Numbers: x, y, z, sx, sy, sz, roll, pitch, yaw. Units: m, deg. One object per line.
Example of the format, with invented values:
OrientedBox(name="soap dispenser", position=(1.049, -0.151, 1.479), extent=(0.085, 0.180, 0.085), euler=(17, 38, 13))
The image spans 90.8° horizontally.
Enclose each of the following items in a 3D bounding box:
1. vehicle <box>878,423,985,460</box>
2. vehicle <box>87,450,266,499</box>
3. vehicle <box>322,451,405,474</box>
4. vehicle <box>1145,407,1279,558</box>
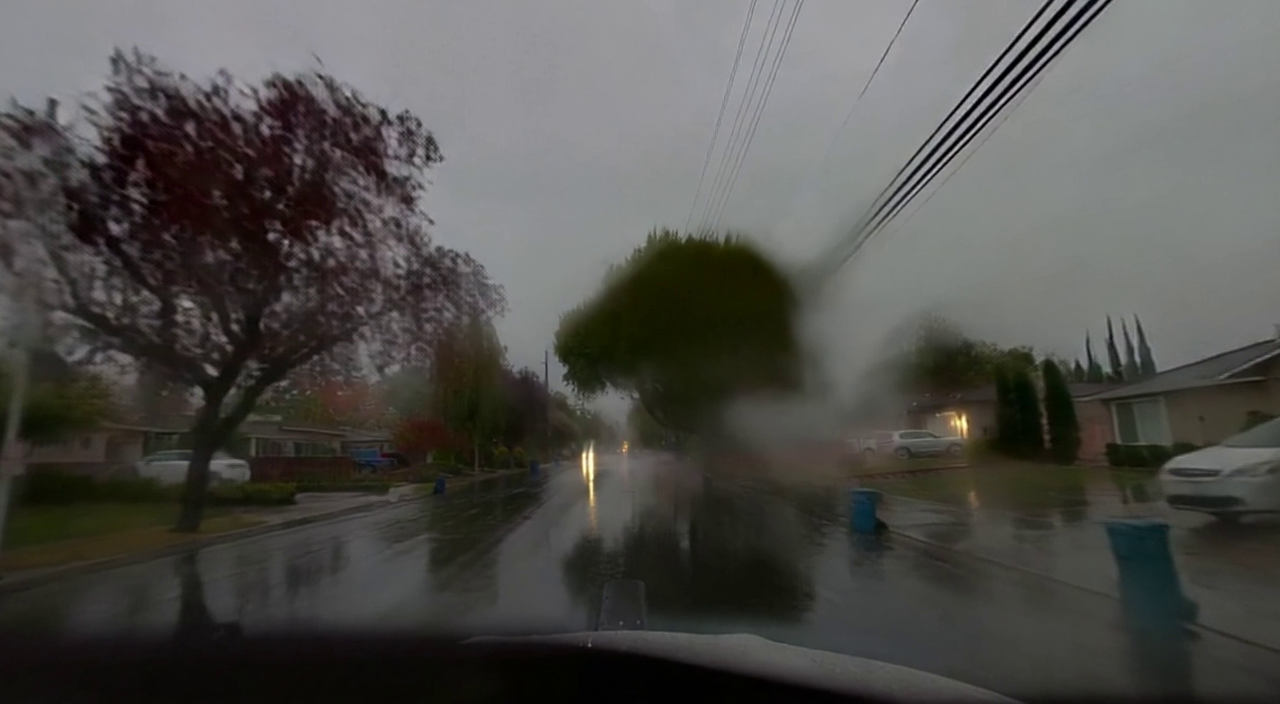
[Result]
OrientedBox(name="vehicle", position=(15.083, 4.655, 32.837), extent=(4.562, 1.832, 1.987), euler=(0, -9, -3))
OrientedBox(name="vehicle", position=(-14.996, 3.951, 20.797), extent=(4.477, 1.449, 1.922), euler=(5, -10, -32))
OrientedBox(name="vehicle", position=(-18.058, 7.198, 41.391), extent=(4.519, 1.426, 1.903), euler=(8, -12, -42))
OrientedBox(name="vehicle", position=(9.951, 1.460, 8.502), extent=(4.697, 1.604, 1.838), euler=(-8, -8, -5))
